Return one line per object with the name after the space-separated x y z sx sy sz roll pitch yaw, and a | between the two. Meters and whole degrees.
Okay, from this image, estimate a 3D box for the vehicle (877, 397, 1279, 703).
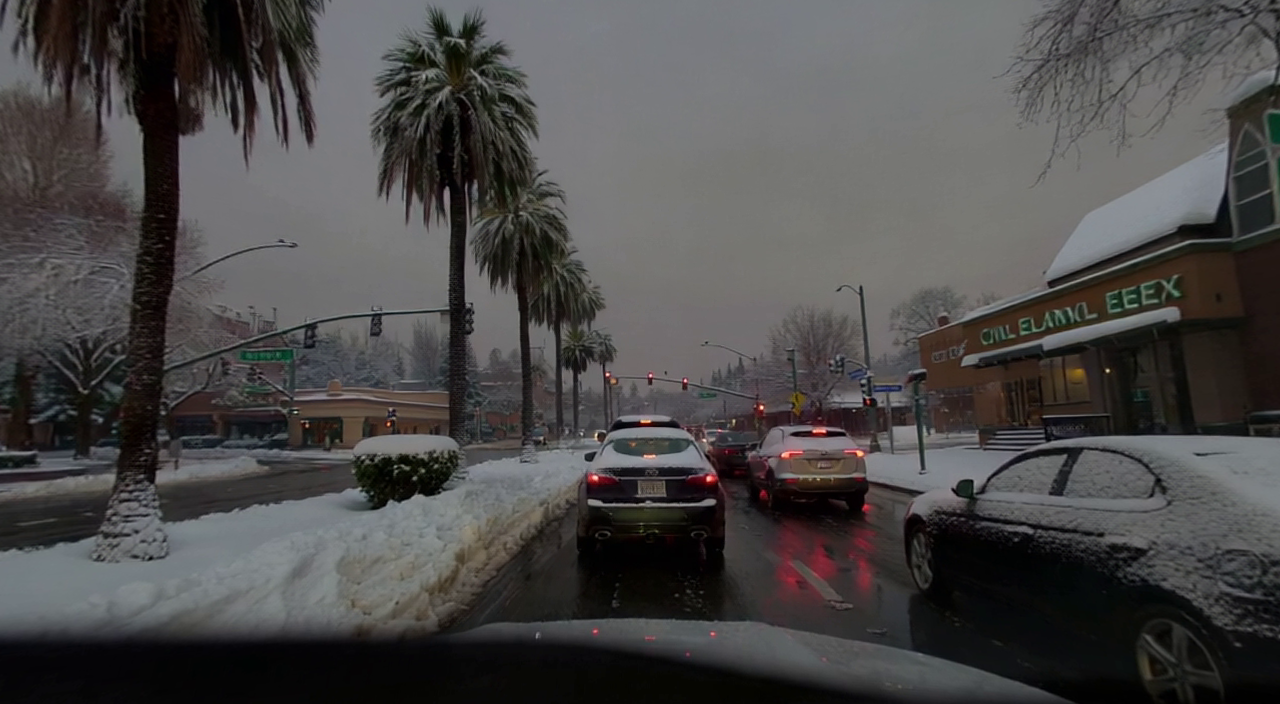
3.533 1.218 4.474 1.910 1.490 4.661 0 -8 1 | vehicle

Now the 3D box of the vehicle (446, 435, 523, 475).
-6.083 4.092 25.207 1.822 1.456 4.396 0 -8 2 | vehicle

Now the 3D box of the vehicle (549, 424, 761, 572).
0.163 1.782 8.453 2.140 1.474 4.026 0 -8 0 | vehicle

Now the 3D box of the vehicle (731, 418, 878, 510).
3.477 2.462 14.300 2.169 1.751 4.276 0 -8 0 | vehicle

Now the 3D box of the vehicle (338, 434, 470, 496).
-6.281 3.048 17.370 1.900 1.487 4.165 0 -8 2 | vehicle
